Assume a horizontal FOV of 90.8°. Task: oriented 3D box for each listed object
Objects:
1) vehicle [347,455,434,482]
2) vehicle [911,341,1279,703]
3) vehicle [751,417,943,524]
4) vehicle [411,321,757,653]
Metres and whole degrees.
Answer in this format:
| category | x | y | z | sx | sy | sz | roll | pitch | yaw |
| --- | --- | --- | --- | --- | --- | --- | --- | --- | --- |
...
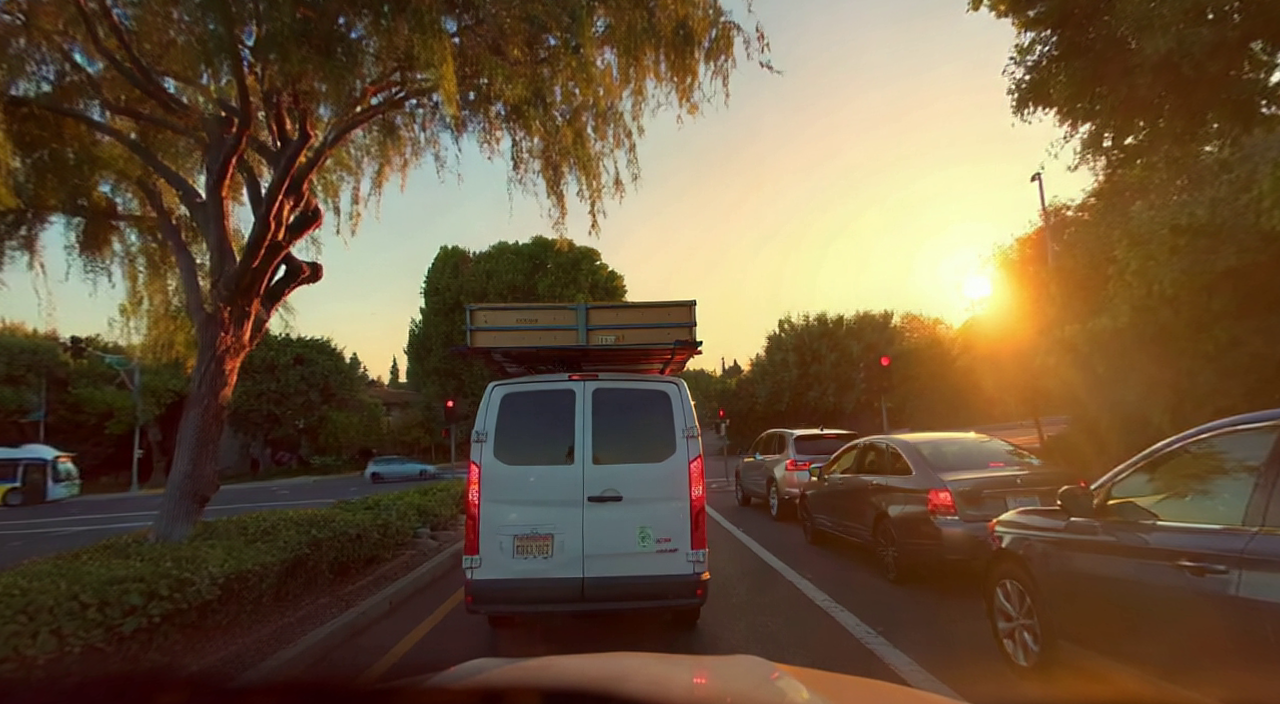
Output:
| category | x | y | z | sx | sy | sz | roll | pitch | yaw |
| --- | --- | --- | --- | --- | --- | --- | --- | --- | --- |
| vehicle | -13.600 | 6.312 | 34.521 | 4.135 | 1.321 | 1.687 | 5 | -10 | -33 |
| vehicle | 3.450 | 0.938 | 3.401 | 1.965 | 1.671 | 4.146 | 0 | -9 | -3 |
| vehicle | 3.699 | 2.212 | 12.272 | 2.024 | 1.692 | 4.252 | 1 | -9 | -4 |
| vehicle | -0.356 | 1.149 | 6.198 | 2.145 | 2.089 | 4.309 | 0 | -9 | 0 |
